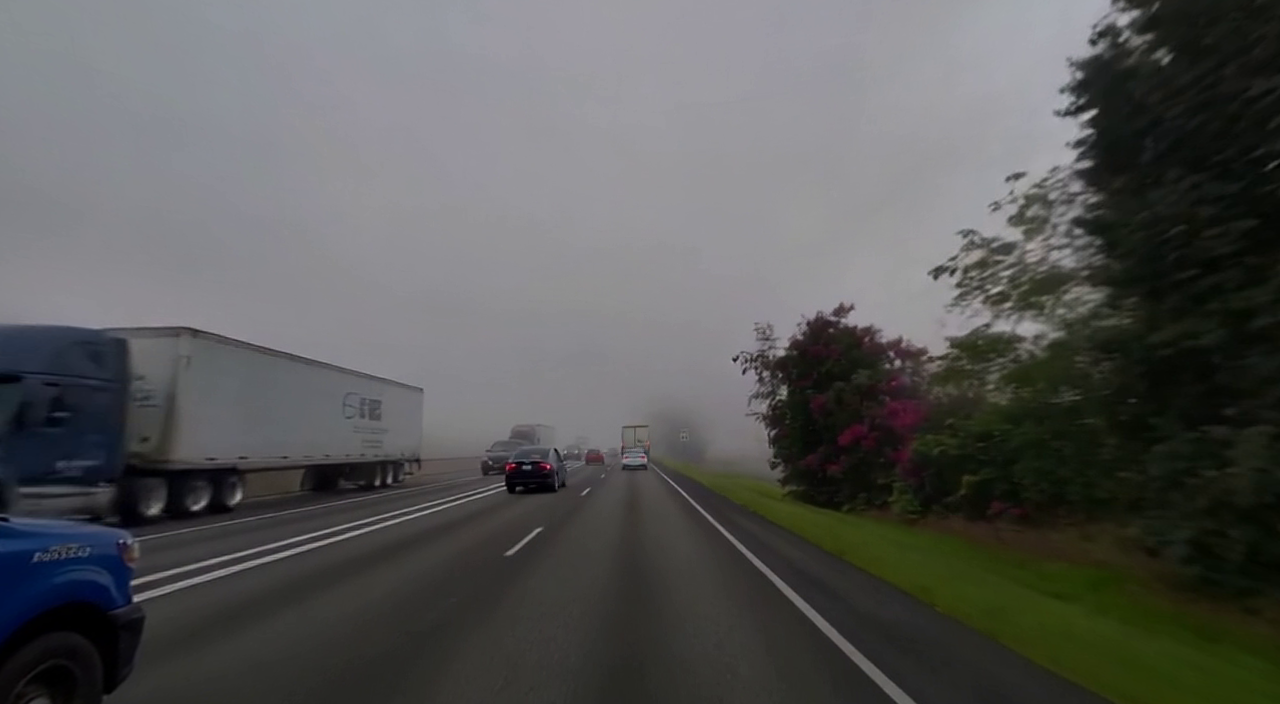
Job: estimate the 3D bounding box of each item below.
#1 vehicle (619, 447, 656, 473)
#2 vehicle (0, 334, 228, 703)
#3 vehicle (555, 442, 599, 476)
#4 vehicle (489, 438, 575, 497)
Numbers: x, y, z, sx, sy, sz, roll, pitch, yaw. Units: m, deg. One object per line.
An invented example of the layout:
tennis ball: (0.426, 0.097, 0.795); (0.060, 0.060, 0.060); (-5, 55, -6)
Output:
vehicle: (-0.171, 6.326, 37.171); (2.095, 1.393, 3.908); (0, -9, -1)
vehicle: (-3.154, 0.617, 0.840); (2.117, 1.688, 4.582); (0, -9, 0)
vehicle: (-3.291, 5.652, 33.570); (1.994, 1.663, 4.047); (0, -9, -1)
vehicle: (-3.212, 3.517, 19.635); (1.937, 1.600, 4.141); (0, -9, 0)
